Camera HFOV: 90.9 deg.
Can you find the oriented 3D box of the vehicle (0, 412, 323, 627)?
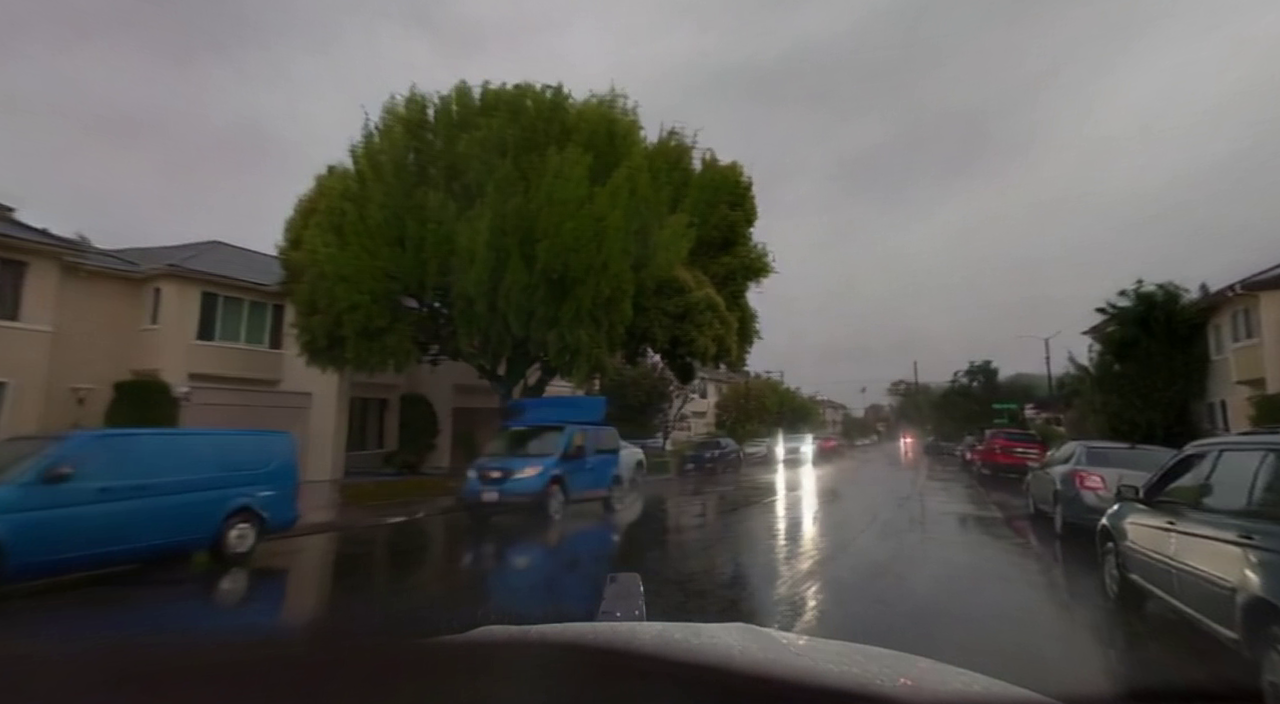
[{"bbox_3d":[-5.010,1.302,5.572,1.798,1.507,3.513,-2,-7,23],"label":"vehicle"}]

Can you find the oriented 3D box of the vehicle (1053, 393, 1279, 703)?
[{"bbox_3d":[3.827,1.024,3.173,2.008,1.507,4.226,-3,-8,21],"label":"vehicle"}]

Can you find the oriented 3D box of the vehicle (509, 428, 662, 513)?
[{"bbox_3d":[-1.047,2.512,14.037,1.828,1.488,3.785,-4,-6,22],"label":"vehicle"}]

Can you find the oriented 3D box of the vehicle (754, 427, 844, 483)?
[{"bbox_3d":[5.501,3.410,21.363,1.959,1.670,4.255,-4,-9,27],"label":"vehicle"}]

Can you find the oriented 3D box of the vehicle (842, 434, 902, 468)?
[{"bbox_3d":[11.120,4.661,30.012,1.889,1.505,3.849,-5,-9,31],"label":"vehicle"}]

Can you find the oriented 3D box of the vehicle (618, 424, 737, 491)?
[{"bbox_3d":[1.266,3.101,19.051,1.872,1.670,4.428,-8,-9,26],"label":"vehicle"}]
